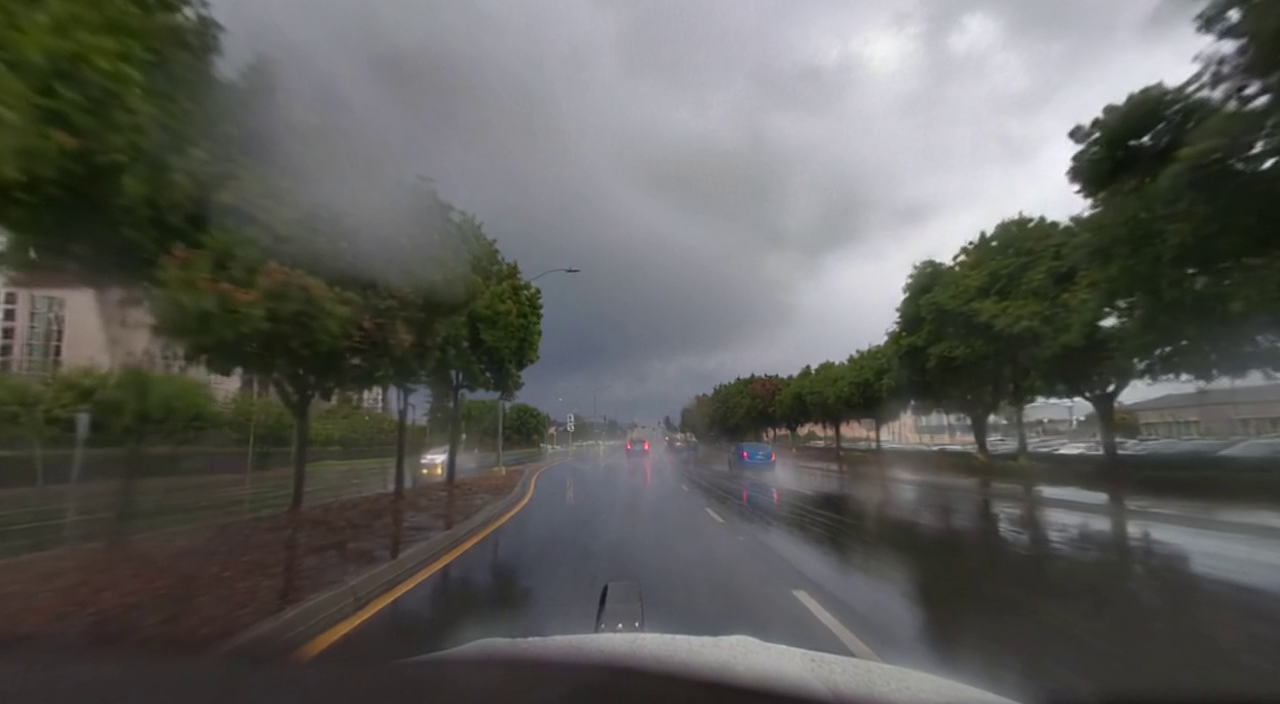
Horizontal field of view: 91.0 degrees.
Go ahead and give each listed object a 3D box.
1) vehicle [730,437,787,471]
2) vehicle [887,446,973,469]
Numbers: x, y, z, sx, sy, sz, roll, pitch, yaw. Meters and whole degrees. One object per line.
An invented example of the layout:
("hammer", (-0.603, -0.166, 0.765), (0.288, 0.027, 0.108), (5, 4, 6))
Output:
("vehicle", (6.556, 5.713, 35.422), (2.136, 1.799, 4.796), (0, -9, -2))
("vehicle", (19.069, 6.951, 41.536), (4.683, 1.462, 1.995), (0, -9, 0))
